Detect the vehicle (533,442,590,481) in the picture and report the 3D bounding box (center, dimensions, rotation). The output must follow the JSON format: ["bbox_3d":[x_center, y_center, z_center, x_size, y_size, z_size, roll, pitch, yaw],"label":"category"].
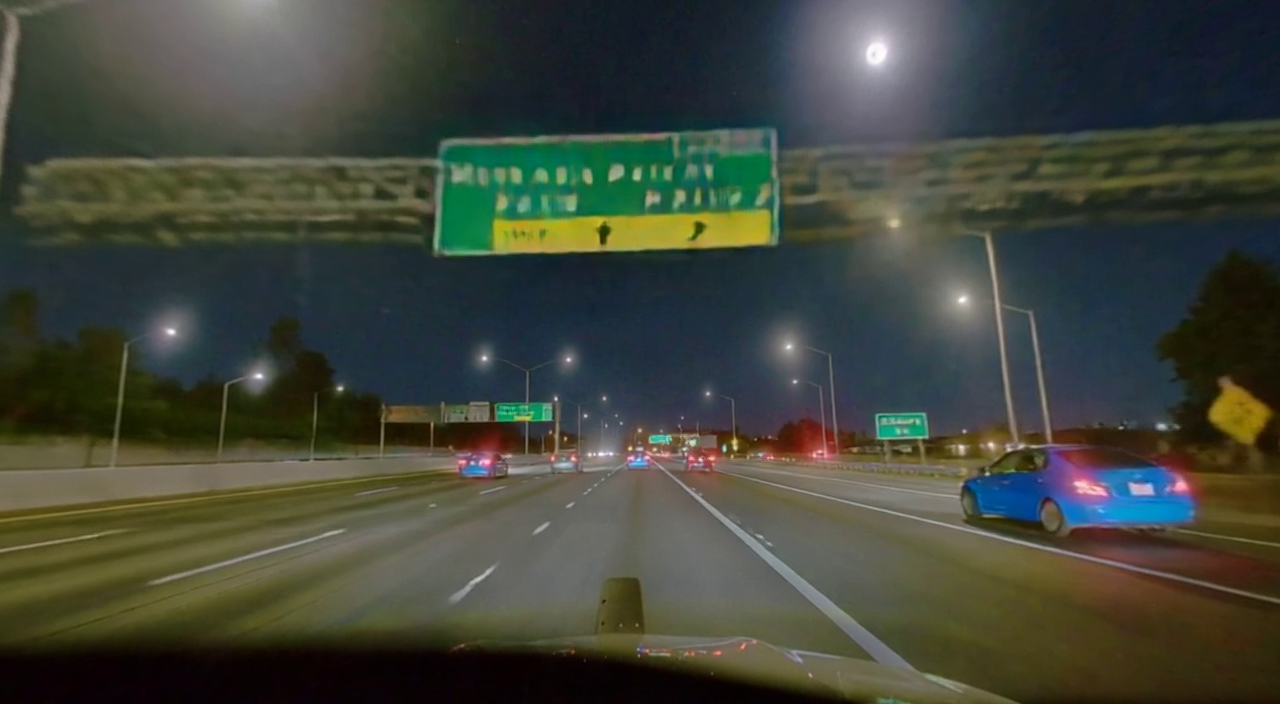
[{"bbox_3d":[-3.576,5.068,29.521,2.091,1.664,4.157,0,-9,1],"label":"vehicle"}]

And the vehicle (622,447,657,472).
[{"bbox_3d":[-0.021,7.029,41.475,2.166,1.496,4.158,0,-9,0],"label":"vehicle"}]

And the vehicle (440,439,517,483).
[{"bbox_3d":[-6.781,4.621,26.997,2.112,1.721,4.381,0,-9,0],"label":"vehicle"}]

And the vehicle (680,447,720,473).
[{"bbox_3d":[3.805,6.892,40.535,2.077,1.527,4.553,0,-9,-1],"label":"vehicle"}]

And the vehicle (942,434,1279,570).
[{"bbox_3d":[6.795,2.124,9.787,1.981,1.587,4.519,0,-9,0],"label":"vehicle"}]
